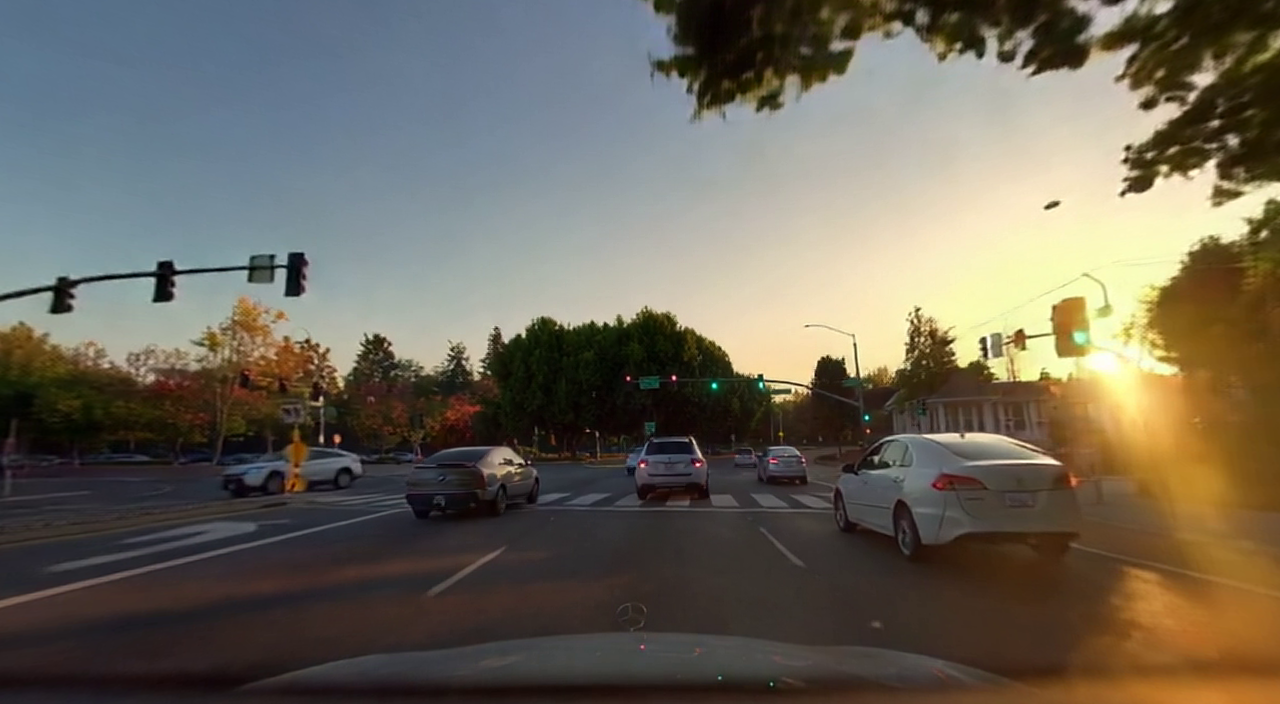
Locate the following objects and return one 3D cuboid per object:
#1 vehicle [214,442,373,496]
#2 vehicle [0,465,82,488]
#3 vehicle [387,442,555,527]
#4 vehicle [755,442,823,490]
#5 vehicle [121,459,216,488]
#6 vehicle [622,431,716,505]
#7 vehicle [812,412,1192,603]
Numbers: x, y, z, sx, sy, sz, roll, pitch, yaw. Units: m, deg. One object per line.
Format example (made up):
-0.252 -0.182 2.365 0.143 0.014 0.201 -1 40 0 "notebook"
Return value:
-12.155 4.109 22.276 4.578 1.759 1.996 -2 -9 9 "vehicle"
-42.288 8.716 44.101 4.634 1.452 1.888 0 -9 0 "vehicle"
-3.293 2.684 13.432 2.006 1.464 4.586 -1 -9 4 "vehicle"
5.207 4.007 22.415 1.859 1.540 3.454 -1 -9 6 "vehicle"
-29.331 7.557 39.249 4.711 1.661 1.990 -2 -9 11 "vehicle"
0.893 3.170 17.607 2.250 1.768 4.574 -1 -9 5 "vehicle"
3.784 1.710 7.879 2.106 1.636 4.655 -1 -9 2 "vehicle"
